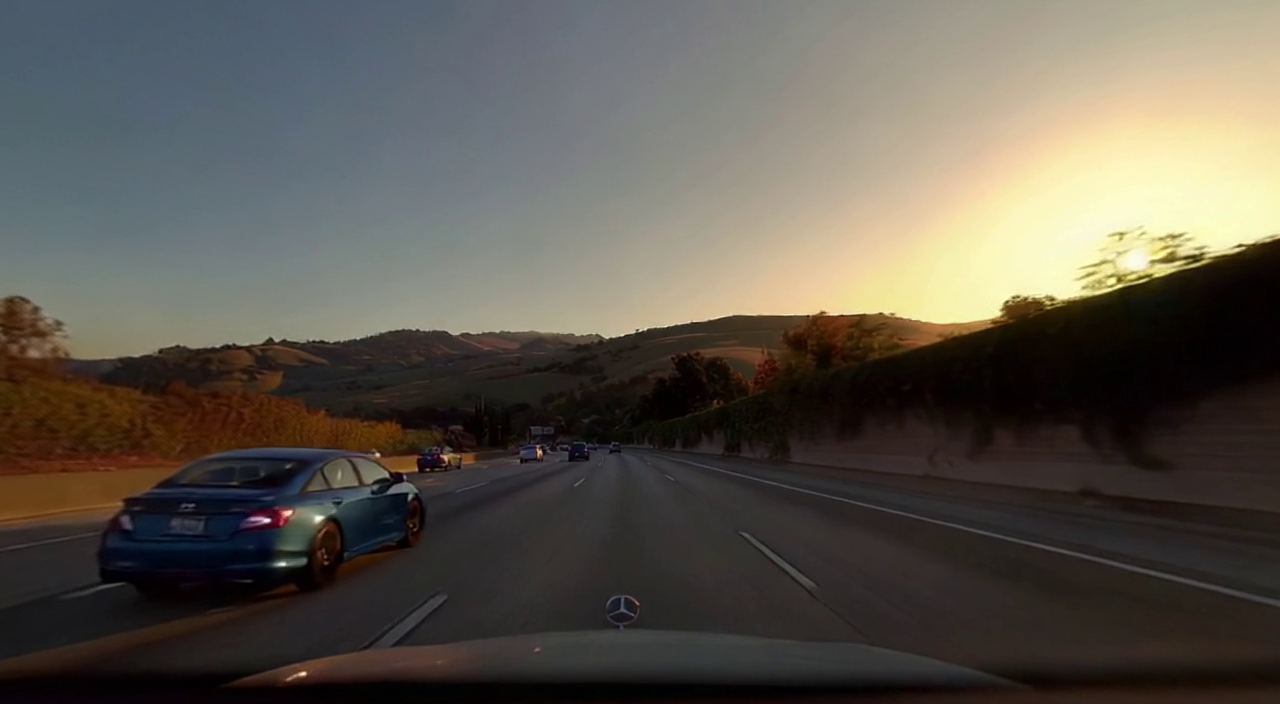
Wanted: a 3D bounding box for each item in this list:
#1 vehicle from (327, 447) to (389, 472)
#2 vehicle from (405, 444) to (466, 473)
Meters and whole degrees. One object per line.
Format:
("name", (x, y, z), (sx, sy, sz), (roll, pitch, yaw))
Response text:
("vehicle", (-17.081, 6.515, 38.499), (1.927, 1.396, 4.150), (0, -9, -1))
("vehicle", (-11.259, 5.893, 35.147), (1.949, 1.475, 4.740), (0, -9, -2))
